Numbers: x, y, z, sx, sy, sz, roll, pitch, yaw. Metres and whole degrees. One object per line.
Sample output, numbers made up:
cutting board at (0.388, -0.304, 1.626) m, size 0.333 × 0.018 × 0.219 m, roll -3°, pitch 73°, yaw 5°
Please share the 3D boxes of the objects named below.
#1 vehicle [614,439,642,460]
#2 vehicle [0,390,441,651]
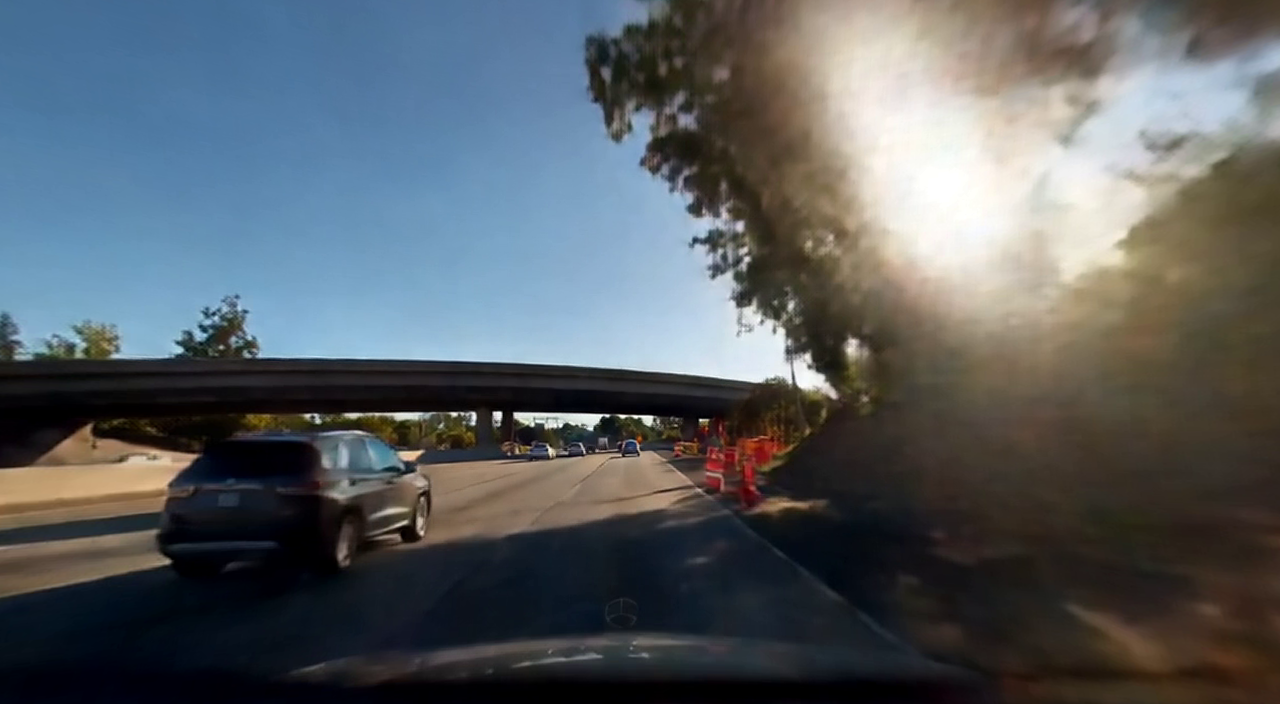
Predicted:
vehicle at (-0.916, 7.296, 47.242) m, size 2.051 × 1.459 × 4.092 m, roll 0°, pitch -8°, yaw -1°
vehicle at (-3.625, 1.383, 6.193) m, size 2.024 × 1.655 × 4.192 m, roll 0°, pitch -8°, yaw -1°
